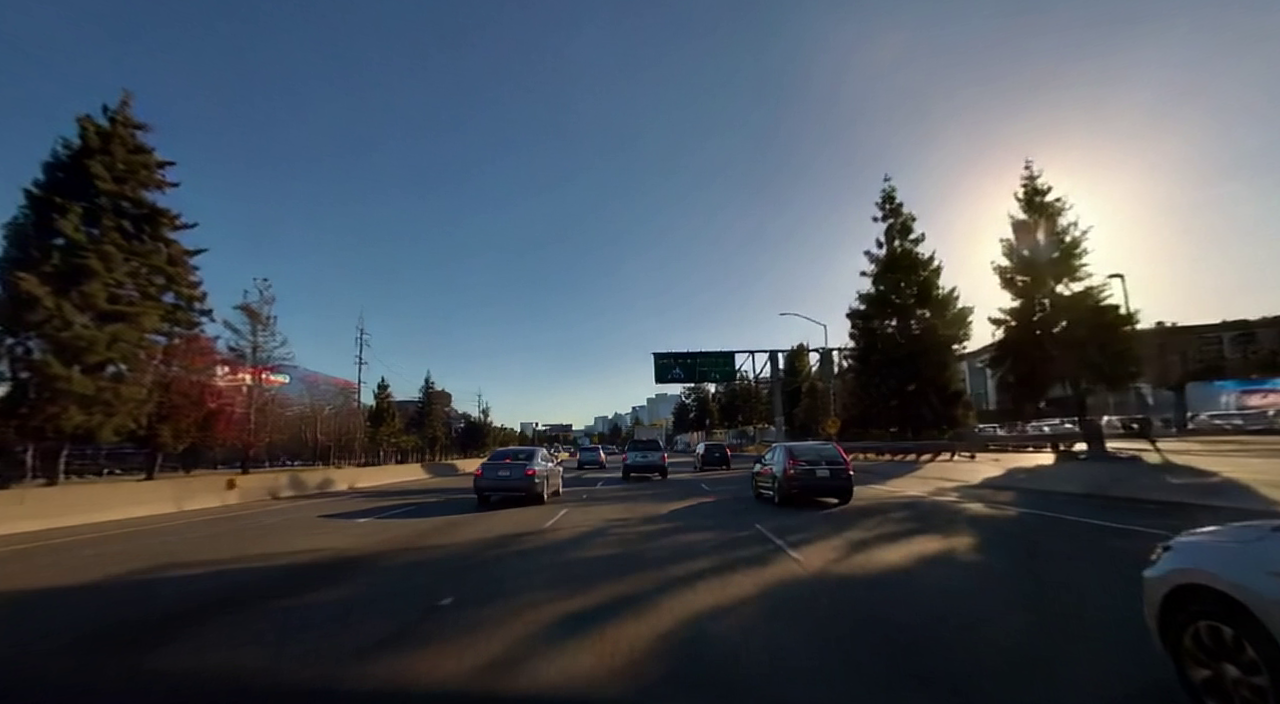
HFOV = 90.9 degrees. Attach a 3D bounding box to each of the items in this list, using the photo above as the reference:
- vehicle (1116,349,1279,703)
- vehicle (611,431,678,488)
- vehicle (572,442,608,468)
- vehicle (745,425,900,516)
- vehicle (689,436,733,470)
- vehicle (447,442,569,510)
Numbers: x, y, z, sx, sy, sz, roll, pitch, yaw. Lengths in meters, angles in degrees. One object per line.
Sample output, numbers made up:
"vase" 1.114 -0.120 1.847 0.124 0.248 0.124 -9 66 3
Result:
"vehicle" 3.866 0.634 1.370 2.156 1.701 4.494 -1 -8 1
"vehicle" 0.151 3.820 22.705 2.153 1.805 4.631 0 -8 0
"vehicle" -3.361 6.966 42.885 1.951 1.694 4.188 -1 -8 2
"vehicle" 3.764 2.524 13.939 2.094 1.676 4.309 0 -8 0
"vehicle" 4.072 5.836 36.658 2.039 1.832 3.989 0 -8 -1
"vehicle" -3.109 3.032 16.052 1.965 1.443 4.968 -1 -8 1
